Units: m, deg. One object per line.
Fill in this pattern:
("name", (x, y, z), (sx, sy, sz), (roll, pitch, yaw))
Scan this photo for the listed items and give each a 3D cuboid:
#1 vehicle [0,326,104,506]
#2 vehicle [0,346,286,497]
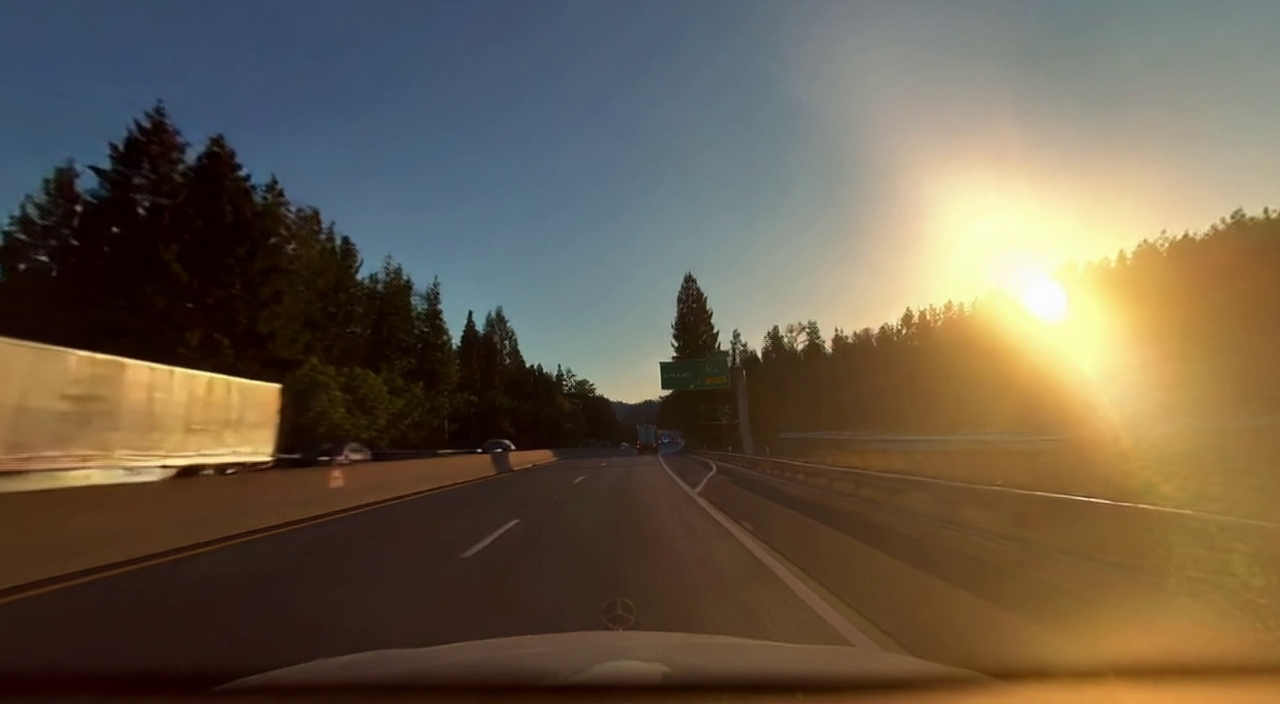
("vehicle", (-15.318, 1.029, 11.089), (2.921, 3.864, 9.988), (0, -8, 0))
("vehicle", (-15.380, 2.365, 20.574), (2.832, 3.910, 8.114), (-1, -8, 0))
